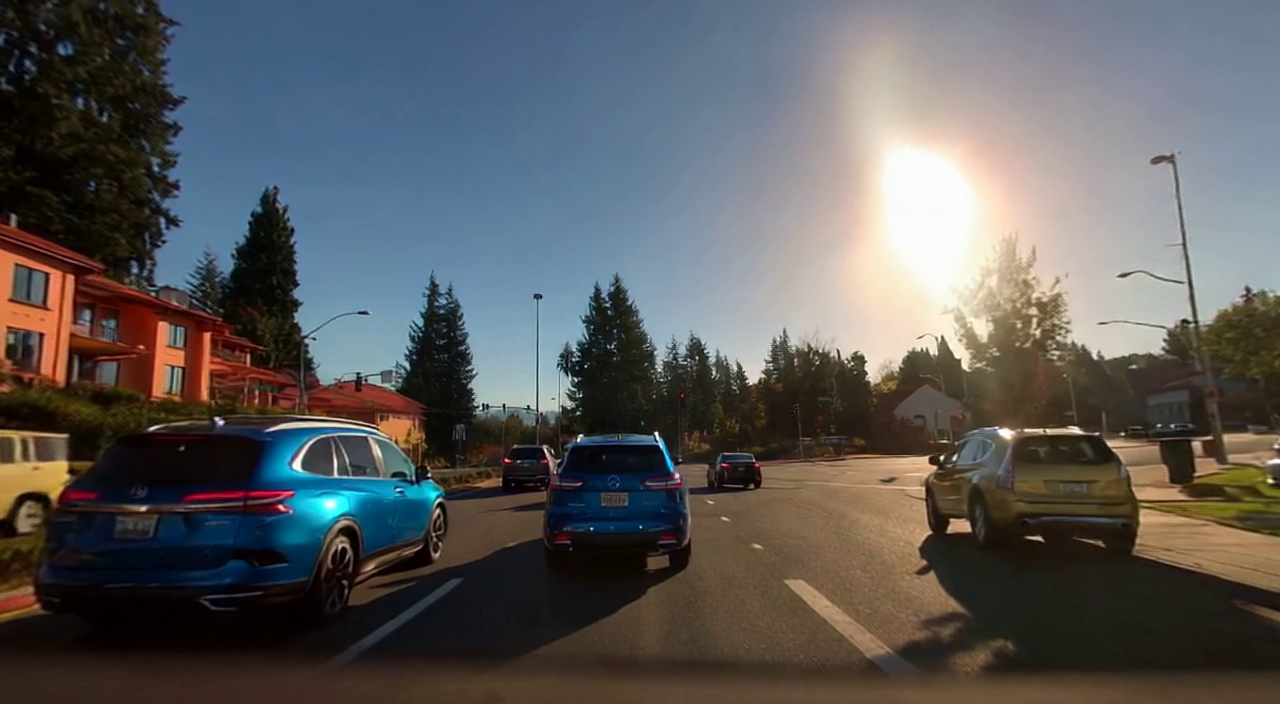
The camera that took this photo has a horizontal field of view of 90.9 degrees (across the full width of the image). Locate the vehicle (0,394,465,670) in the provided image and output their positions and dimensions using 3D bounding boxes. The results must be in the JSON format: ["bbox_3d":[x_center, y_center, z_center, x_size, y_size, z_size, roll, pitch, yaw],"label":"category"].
[{"bbox_3d":[-3.467,1.476,6.331,2.047,1.741,4.470,0,-8,1],"label":"vehicle"}]

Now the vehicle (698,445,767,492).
[{"bbox_3d":[3.301,4.247,23.327,1.847,1.554,3.885,0,-8,-2],"label":"vehicle"}]

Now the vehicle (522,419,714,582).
[{"bbox_3d":[-0.174,1.872,8.774,2.022,1.700,4.084,0,-8,2],"label":"vehicle"}]

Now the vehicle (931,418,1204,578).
[{"bbox_3d":[5.850,1.973,9.441,2.014,1.740,4.515,-2,-9,17],"label":"vehicle"}]
